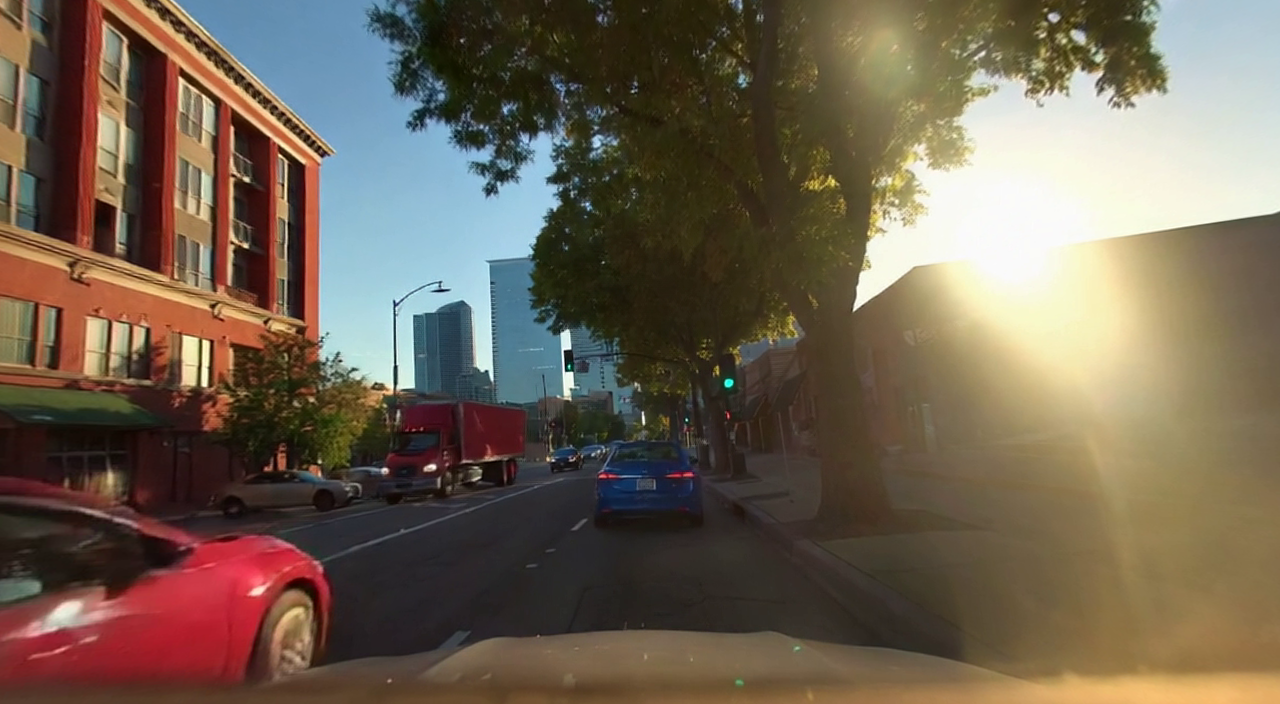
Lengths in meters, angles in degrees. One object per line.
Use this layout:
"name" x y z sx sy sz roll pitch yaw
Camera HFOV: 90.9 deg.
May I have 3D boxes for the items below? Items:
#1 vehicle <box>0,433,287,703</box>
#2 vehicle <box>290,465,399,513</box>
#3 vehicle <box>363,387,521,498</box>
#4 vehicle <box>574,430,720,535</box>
"vehicle" -2.907 0.793 0.695 2.099 1.424 4.843 -1 -8 2
"vehicle" -11.201 5.187 24.262 2.010 1.483 4.324 -1 -8 1
"vehicle" -8.205 4.098 28.484 2.986 3.933 11.600 -1 -8 2
"vehicle" 0.141 2.173 11.076 2.094 1.478 3.922 0 -8 1
